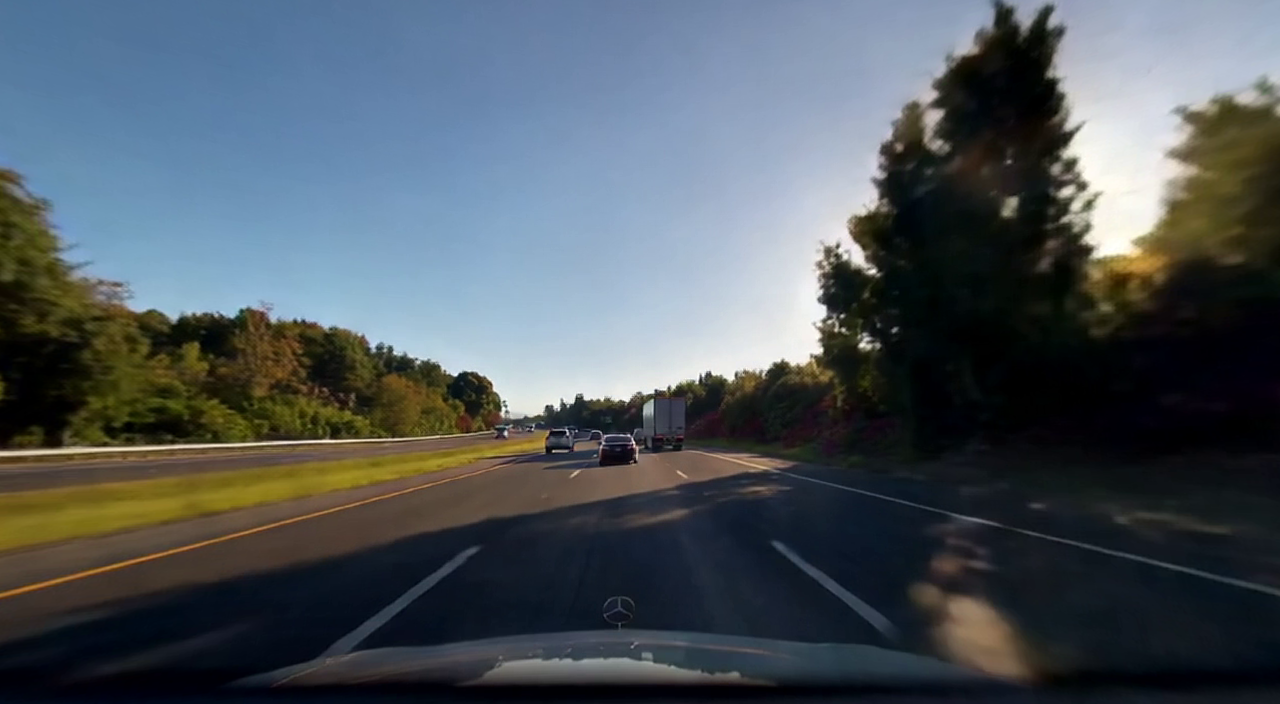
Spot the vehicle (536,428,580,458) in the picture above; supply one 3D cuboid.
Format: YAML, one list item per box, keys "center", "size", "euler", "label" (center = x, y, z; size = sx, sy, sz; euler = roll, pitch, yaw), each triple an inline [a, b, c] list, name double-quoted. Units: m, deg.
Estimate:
- center: [-5.066, 5.731, 39.600]
  size: [2.234, 1.773, 5.134]
  euler: [0, -8, -1]
  label: "vehicle"

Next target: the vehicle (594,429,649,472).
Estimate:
- center: [-0.733, 3.904, 25.174]
  size: [2.048, 1.563, 4.087]
  euler: [0, -8, -1]
  label: "vehicle"
